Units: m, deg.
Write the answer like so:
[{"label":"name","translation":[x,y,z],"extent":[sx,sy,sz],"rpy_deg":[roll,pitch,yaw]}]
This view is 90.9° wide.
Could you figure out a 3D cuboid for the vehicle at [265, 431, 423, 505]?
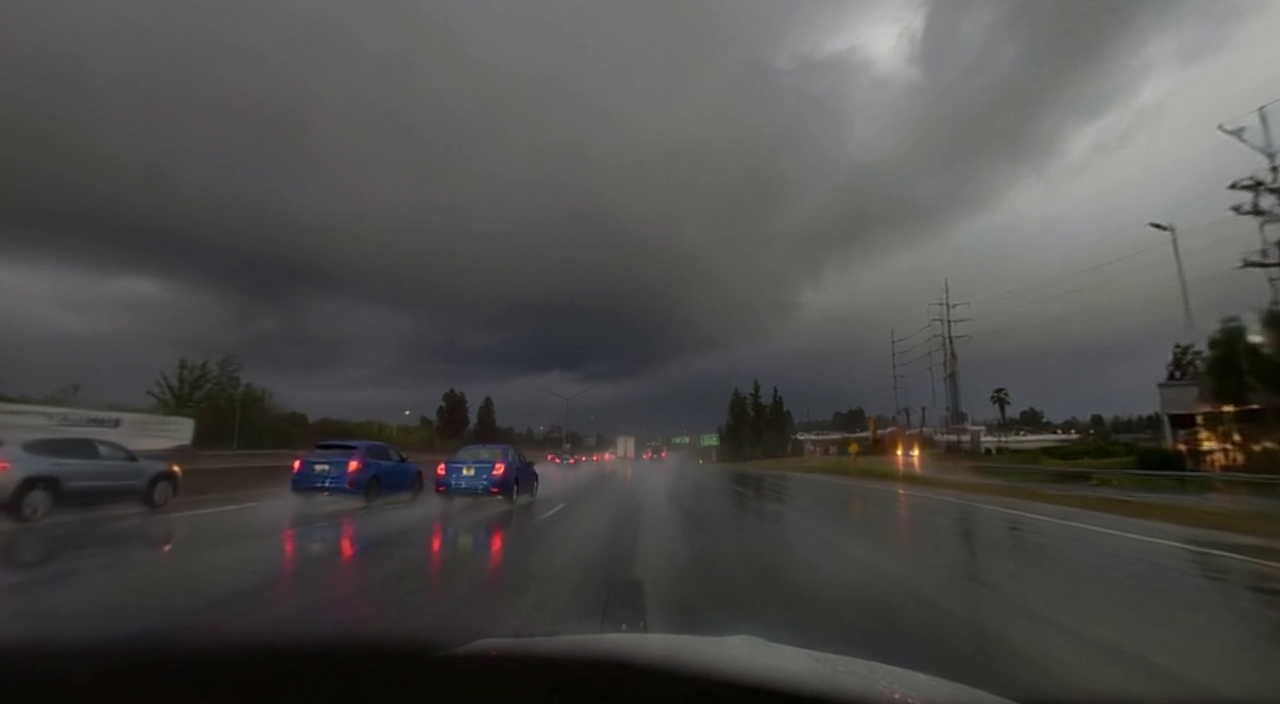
[{"label":"vehicle","translation":[-7.516,2.963,16.587],"extent":[1.970,1.682,4.297],"rpy_deg":[0,-8,1]}]

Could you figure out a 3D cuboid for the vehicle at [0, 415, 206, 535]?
[{"label":"vehicle","translation":[-10.723,2.140,11.429],"extent":[2.044,1.810,5.016],"rpy_deg":[0,-8,1]}]

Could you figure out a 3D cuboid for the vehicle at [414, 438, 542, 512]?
[{"label":"vehicle","translation":[-3.649,2.816,14.958],"extent":[1.953,1.511,3.704],"rpy_deg":[0,-8,1]}]
